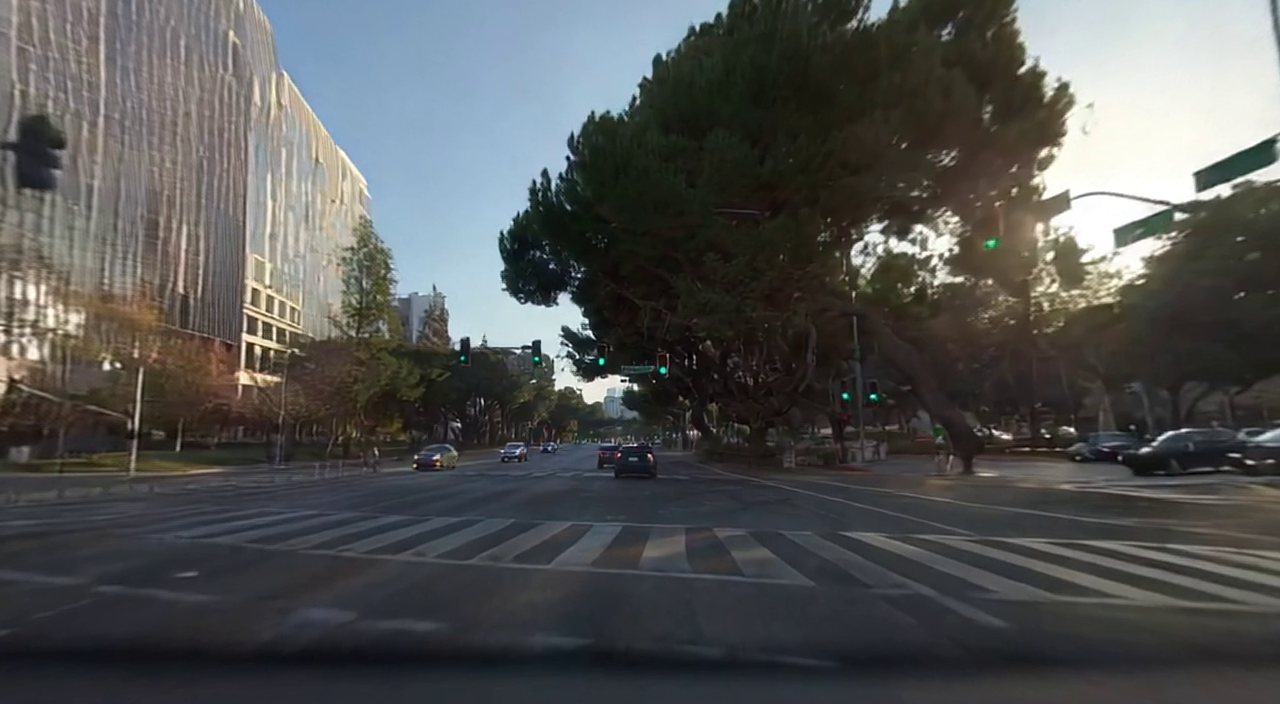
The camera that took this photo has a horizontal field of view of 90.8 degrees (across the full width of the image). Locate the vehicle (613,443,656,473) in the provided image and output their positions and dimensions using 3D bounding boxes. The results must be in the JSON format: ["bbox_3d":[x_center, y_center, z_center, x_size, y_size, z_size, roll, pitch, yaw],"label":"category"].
[{"bbox_3d":[-0.278,5.333,31.980,2.050,1.385,4.096,0,-8,-1],"label":"vehicle"}]

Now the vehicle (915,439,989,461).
[{"bbox_3d":[23.170,7.311,47.130,4.605,1.480,1.878,-4,-8,16],"label":"vehicle"}]

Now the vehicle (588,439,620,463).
[{"bbox_3d":[-2.718,7.639,48.913,2.001,1.784,4.483,-1,-8,3],"label":"vehicle"}]

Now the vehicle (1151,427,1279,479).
[{"bbox_3d":[19.967,3.275,20.616,4.602,1.594,1.917,-2,-8,17],"label":"vehicle"}]

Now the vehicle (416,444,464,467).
[{"bbox_3d":[-14.267,7.407,45.268,1.871,1.542,4.336,0,-8,2],"label":"vehicle"}]
